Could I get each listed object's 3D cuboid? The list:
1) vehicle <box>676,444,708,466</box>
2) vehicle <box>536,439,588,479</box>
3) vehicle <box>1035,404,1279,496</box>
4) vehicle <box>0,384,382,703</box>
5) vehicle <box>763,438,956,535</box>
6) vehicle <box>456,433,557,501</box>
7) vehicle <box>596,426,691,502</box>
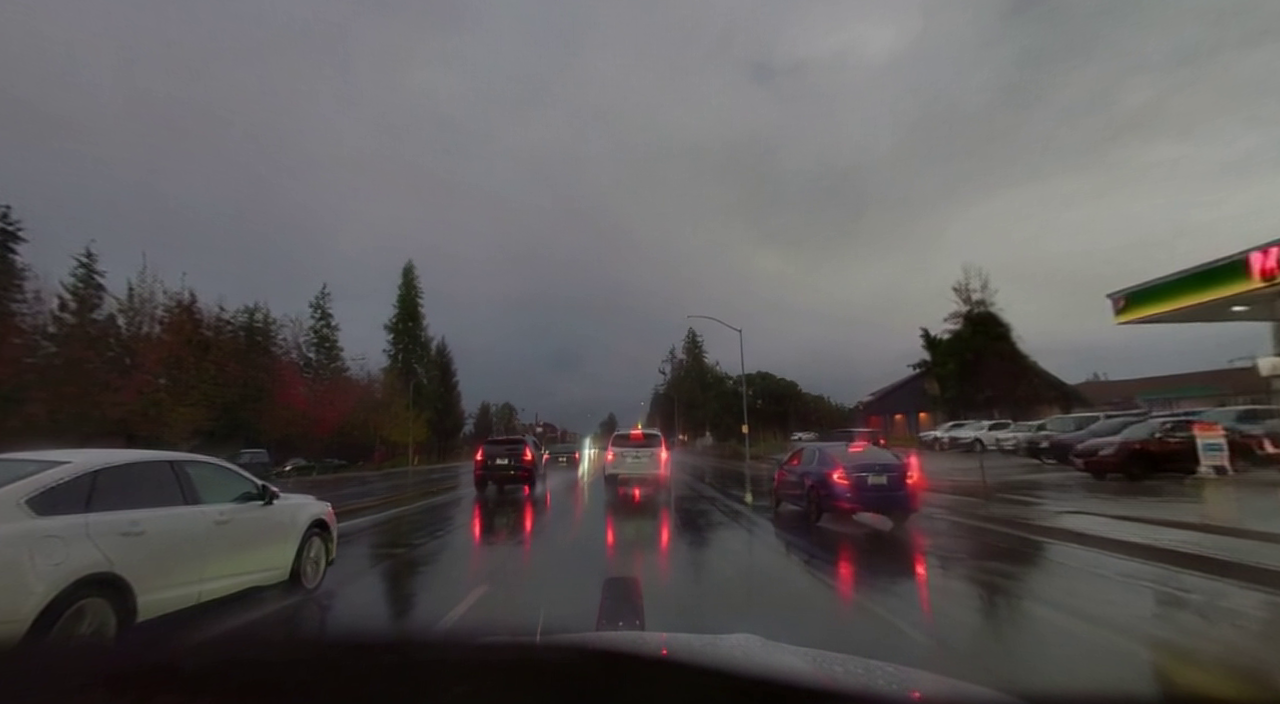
[{"bbox_3d":[3.778,7.591,46.761,1.926,1.522,3.852,0,-8,-1],"label":"vehicle"},{"bbox_3d":[-3.471,4.865,28.882,1.871,1.673,3.920,0,-8,0],"label":"vehicle"},{"bbox_3d":[11.634,2.247,14.635,1.918,1.765,4.668,0,-8,0],"label":"vehicle"},{"bbox_3d":[-3.581,1.195,4.401,1.864,1.574,4.031,0,-8,0],"label":"vehicle"},{"bbox_3d":[3.803,2.391,11.966,1.888,1.456,4.589,0,-8,-2],"label":"vehicle"},{"bbox_3d":[-3.649,3.209,18.086,1.932,1.695,4.150,0,-8,1],"label":"vehicle"},{"bbox_3d":[0.063,3.032,17.462,2.279,1.803,4.254,0,-8,-1],"label":"vehicle"}]
